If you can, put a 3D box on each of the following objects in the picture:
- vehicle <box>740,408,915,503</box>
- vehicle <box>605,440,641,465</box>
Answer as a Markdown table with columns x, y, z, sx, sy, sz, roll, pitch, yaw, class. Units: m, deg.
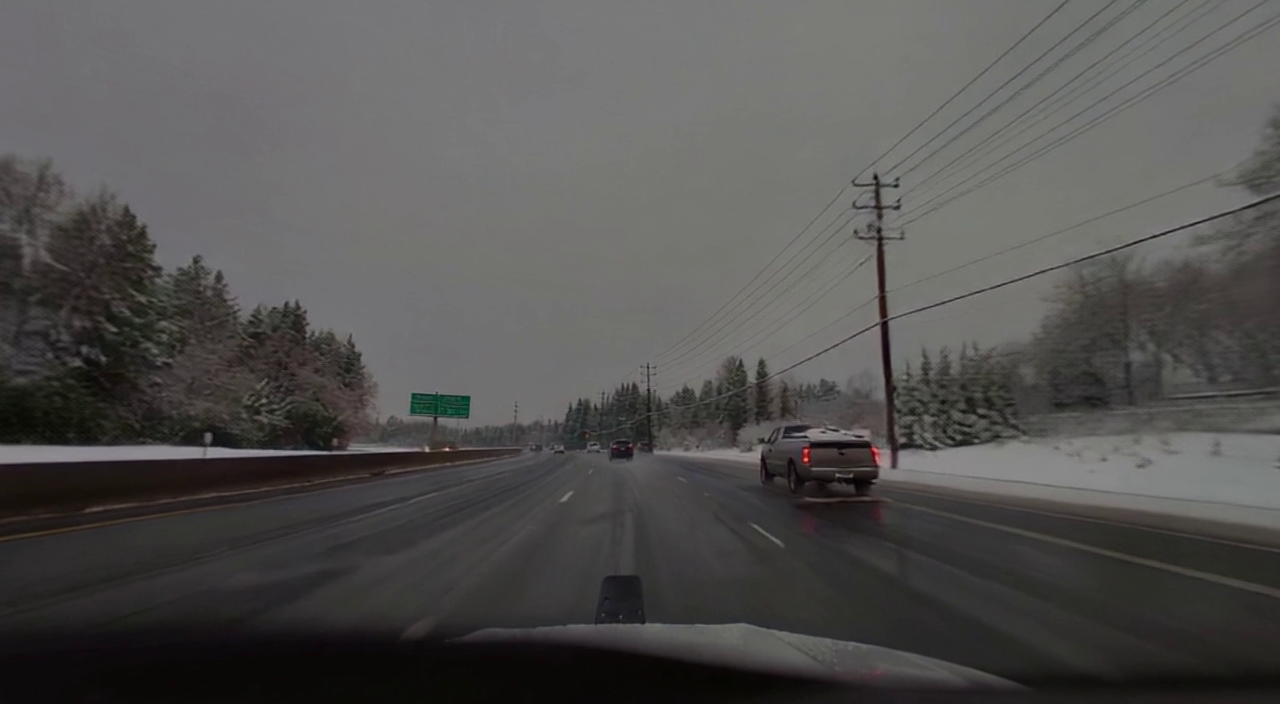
| x | y | z | sx | sy | sz | roll | pitch | yaw | class |
| --- | --- | --- | --- | --- | --- | --- | --- | --- | --- |
| 4.512 | 2.666 | 16.646 | 2.504 | 2.033 | 5.979 | 0 | -8 | -3 | vehicle |
| -1.233 | 7.121 | 44.923 | 2.188 | 1.714 | 3.921 | 1 | -9 | -7 | vehicle |
